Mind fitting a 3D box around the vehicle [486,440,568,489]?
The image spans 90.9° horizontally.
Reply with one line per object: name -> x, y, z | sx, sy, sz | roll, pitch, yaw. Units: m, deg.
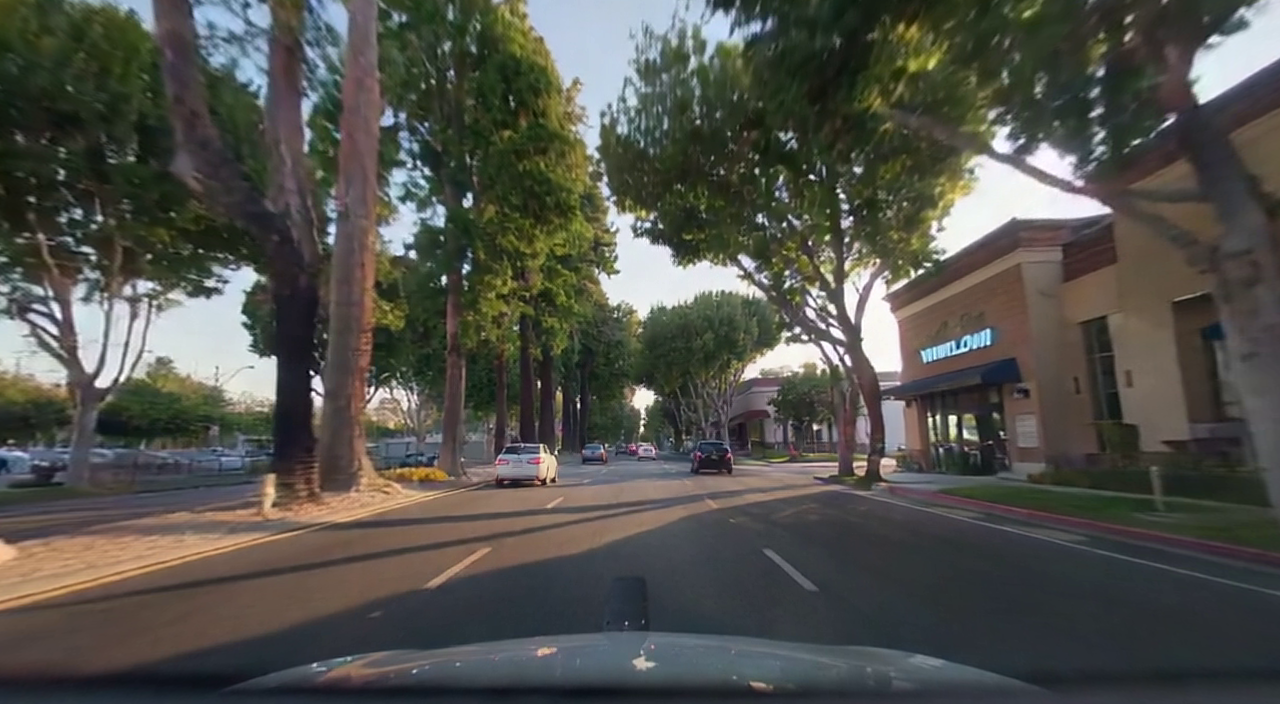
vehicle -> -3.739, 3.805, 21.724 | 1.908, 1.481, 4.536 | 0, -8, 1

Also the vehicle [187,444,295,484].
vehicle -> -22.802, 6.398, 36.432 | 2.235, 2.061, 5.936 | 0, -8, 2

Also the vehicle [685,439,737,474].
vehicle -> 3.333, 4.980, 30.261 | 1.922, 1.579, 3.642 | 0, -8, -2
